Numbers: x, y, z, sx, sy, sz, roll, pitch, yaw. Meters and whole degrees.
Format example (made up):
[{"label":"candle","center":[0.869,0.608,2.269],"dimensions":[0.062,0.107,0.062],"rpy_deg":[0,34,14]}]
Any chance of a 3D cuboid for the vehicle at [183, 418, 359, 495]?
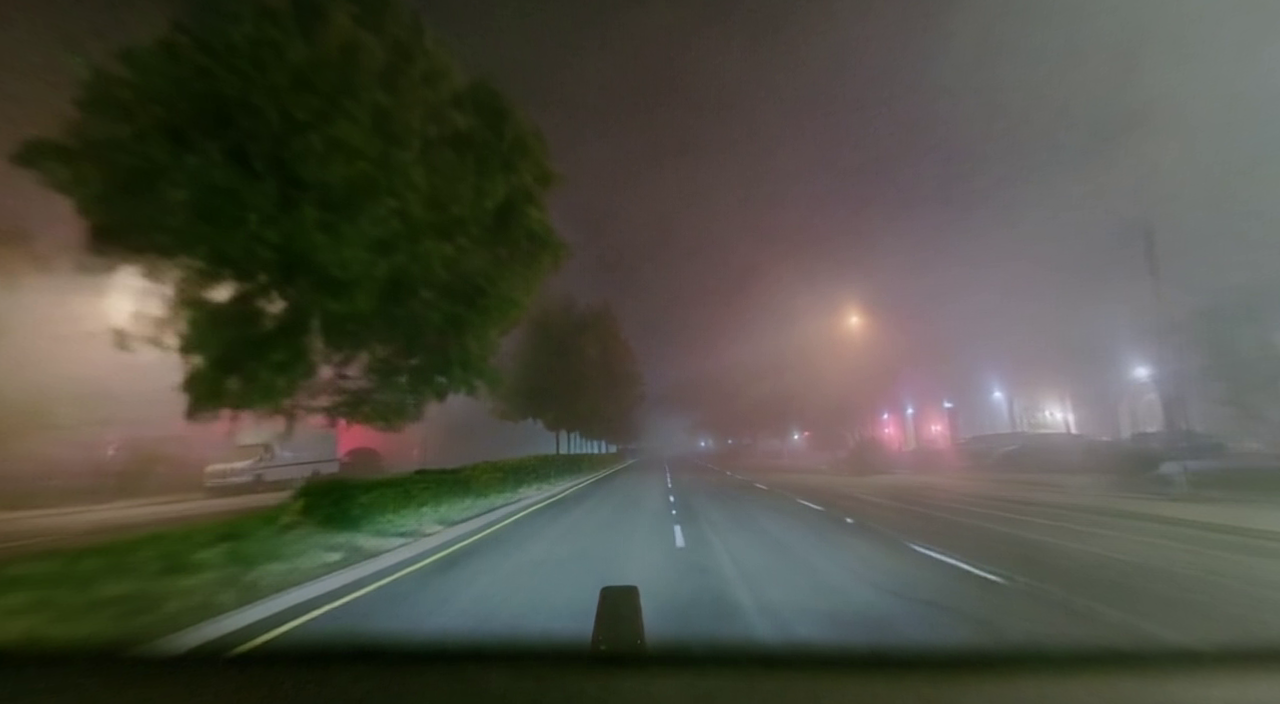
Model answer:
[{"label":"vehicle","center":[-19.027,5.481,33.637],"dimensions":[2.898,3.487,9.955],"rpy_deg":[0,-9,3]}]
